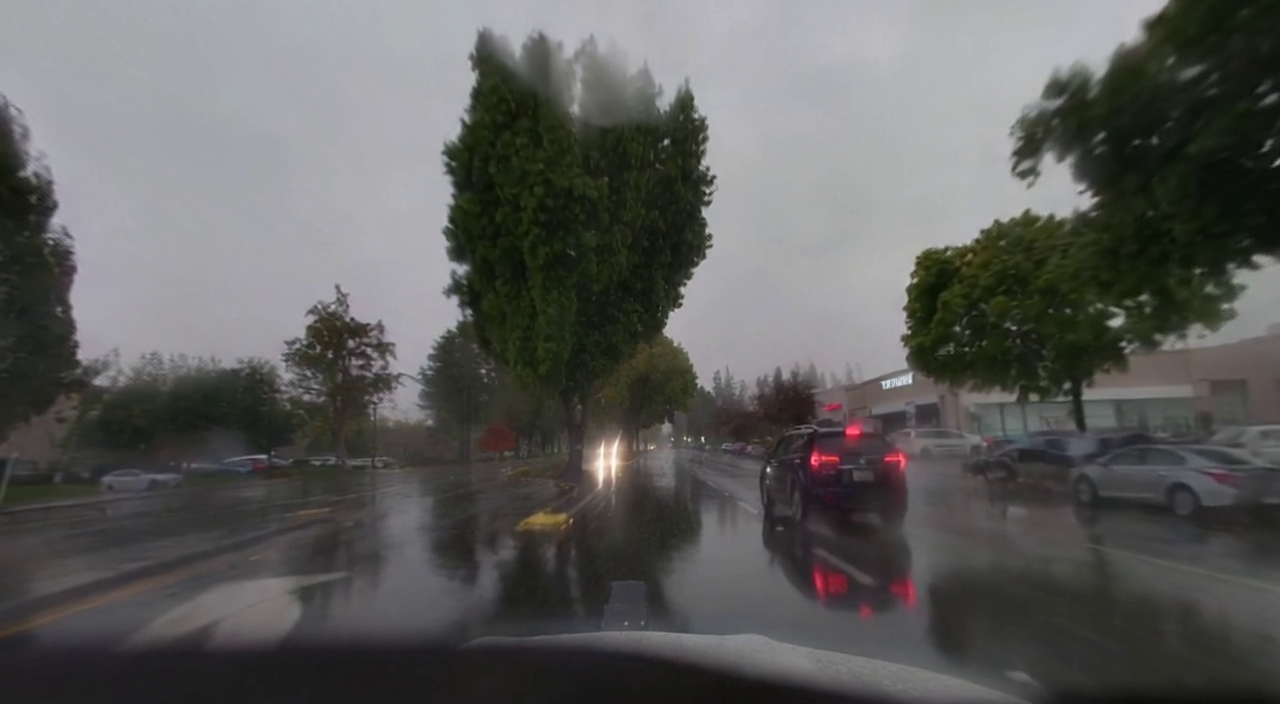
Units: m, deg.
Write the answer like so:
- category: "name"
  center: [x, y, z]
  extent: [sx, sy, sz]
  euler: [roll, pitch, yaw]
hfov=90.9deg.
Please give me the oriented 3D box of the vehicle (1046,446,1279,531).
- category: "vehicle"
  center: [10.925, 2.715, 13.279]
  extent: [1.821, 1.463, 4.437]
  euler: [0, -8, 1]

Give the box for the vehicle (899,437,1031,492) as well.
- category: "vehicle"
  center: [10.968, 3.799, 21.719]
  extent: [2.154, 1.678, 4.428]
  euler: [0, -9, 0]

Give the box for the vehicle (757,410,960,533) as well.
- category: "vehicle"
  center: [3.711, 2.139, 11.808]
  extent: [2.183, 1.845, 4.482]
  euler: [0, -8, 0]

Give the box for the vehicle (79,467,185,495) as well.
- category: "vehicle"
  center: [-29.448, 7.466, 36.634]
  extent: [4.483, 1.480, 2.045]
  euler: [-1, -9, 4]
